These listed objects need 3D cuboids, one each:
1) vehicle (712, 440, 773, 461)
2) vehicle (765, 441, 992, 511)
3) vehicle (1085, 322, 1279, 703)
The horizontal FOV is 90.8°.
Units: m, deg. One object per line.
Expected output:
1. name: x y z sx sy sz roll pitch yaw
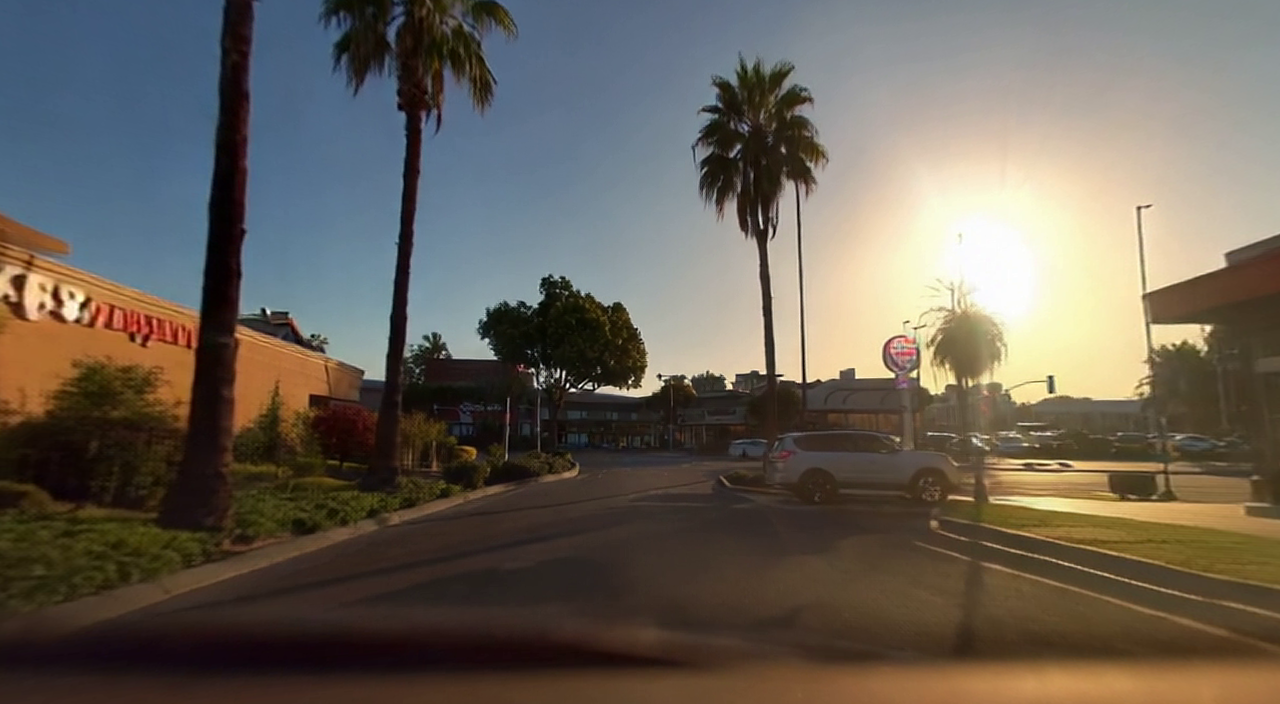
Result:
1. vehicle: 7.693 7.455 47.804 4.287 1.519 1.753 0 -9 -2
2. vehicle: 5.687 2.959 15.445 4.742 1.506 1.919 0 -7 -5
3. vehicle: 5.553 0.865 3.021 5.491 1.843 2.103 2 -10 -8
